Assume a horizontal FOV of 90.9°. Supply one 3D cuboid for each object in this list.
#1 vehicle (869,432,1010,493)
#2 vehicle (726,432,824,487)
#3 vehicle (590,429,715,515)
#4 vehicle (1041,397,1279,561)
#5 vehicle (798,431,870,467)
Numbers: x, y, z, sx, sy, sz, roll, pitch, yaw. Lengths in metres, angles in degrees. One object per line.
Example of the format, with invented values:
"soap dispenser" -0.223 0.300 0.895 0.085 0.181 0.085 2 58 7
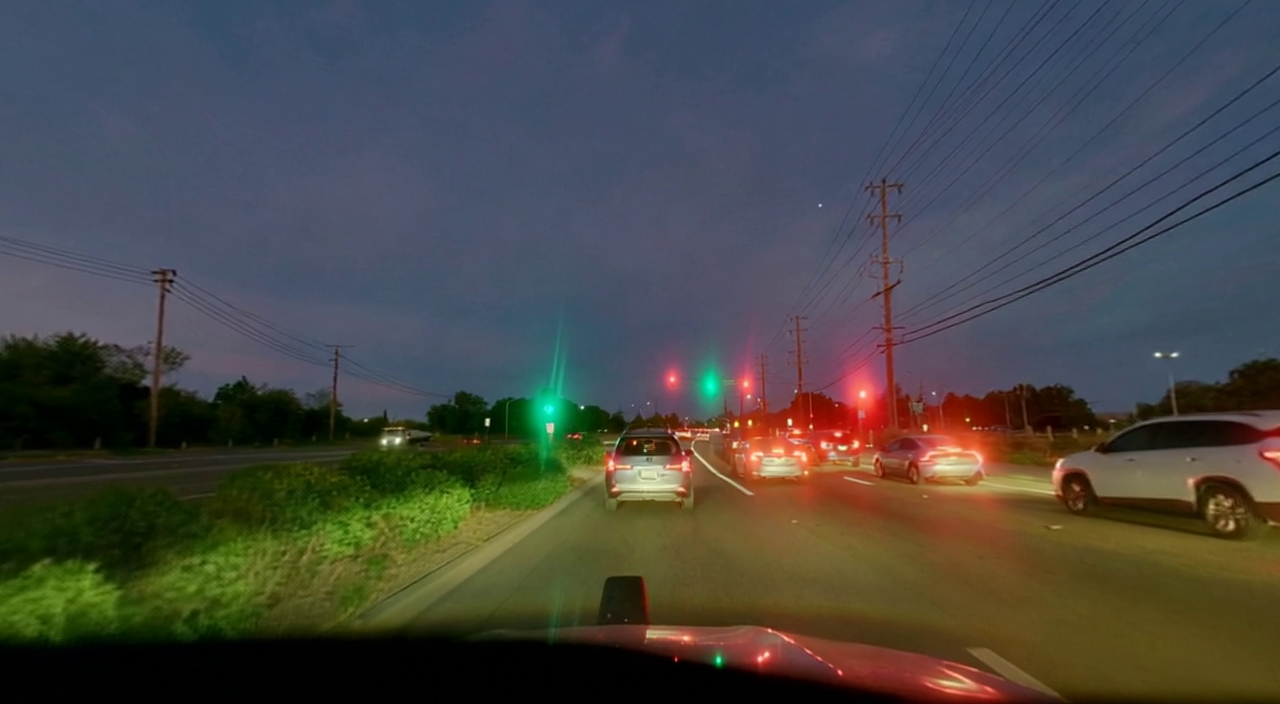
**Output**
"vehicle" 8.165 3.044 17.710 1.905 1.483 4.469 -1 -8 2
"vehicle" 3.951 3.239 19.243 2.028 1.454 4.531 0 -8 1
"vehicle" 0.261 2.451 13.422 2.208 1.498 4.401 0 -8 1
"vehicle" 8.251 1.655 8.658 2.195 1.802 5.051 0 -8 1
"vehicle" 8.972 4.527 29.572 1.966 1.536 4.666 0 -8 1
